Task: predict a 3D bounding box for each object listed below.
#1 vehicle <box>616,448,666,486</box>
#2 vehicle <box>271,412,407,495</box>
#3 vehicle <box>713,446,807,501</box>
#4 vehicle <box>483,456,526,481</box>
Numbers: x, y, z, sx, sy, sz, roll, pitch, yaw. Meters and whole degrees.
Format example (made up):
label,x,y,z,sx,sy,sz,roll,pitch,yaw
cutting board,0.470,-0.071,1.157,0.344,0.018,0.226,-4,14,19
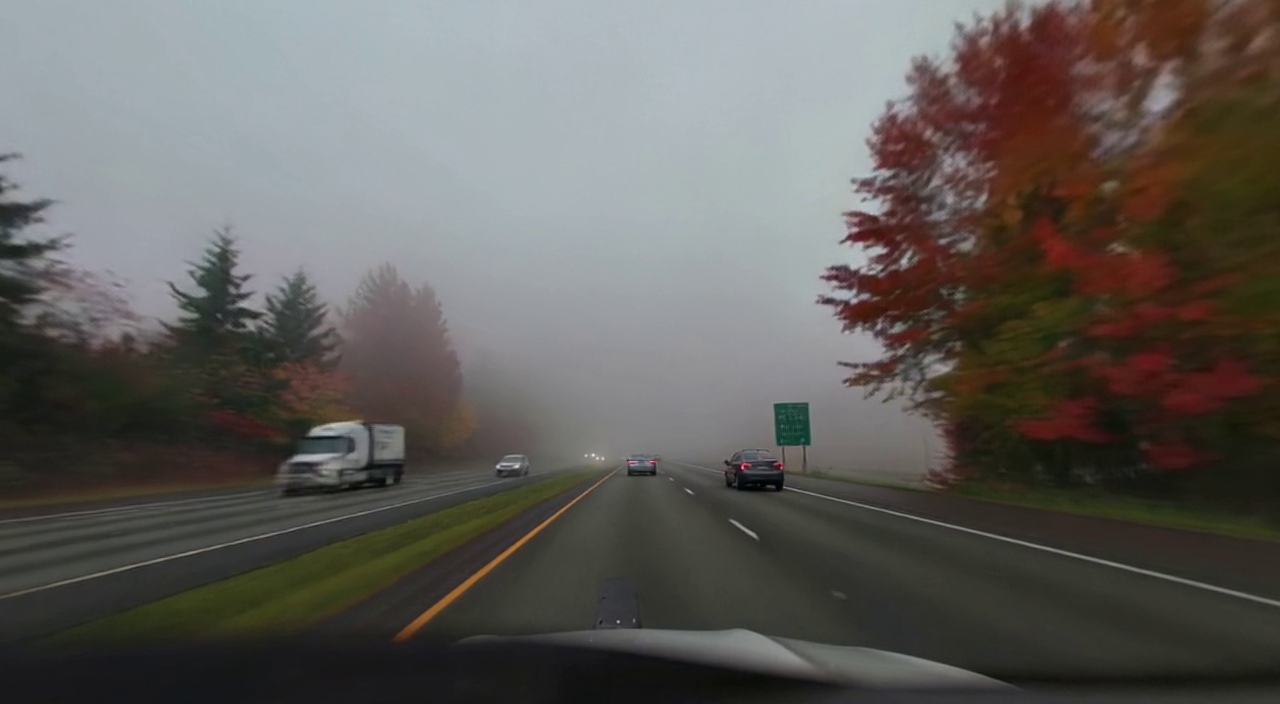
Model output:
label,x,y,z,sx,sy,sz,roll,pitch,yaw
vehicle,0.036,5.166,28.421,2.070,1.546,4.648,0,-9,0
vehicle,-13.988,4.810,29.965,2.796,3.428,7.049,0,-9,1
vehicle,3.702,3.821,20.167,2.119,1.557,4.163,0,-9,-1
vehicle,-8.911,7.657,41.528,1.839,1.487,4.458,0,-9,1
